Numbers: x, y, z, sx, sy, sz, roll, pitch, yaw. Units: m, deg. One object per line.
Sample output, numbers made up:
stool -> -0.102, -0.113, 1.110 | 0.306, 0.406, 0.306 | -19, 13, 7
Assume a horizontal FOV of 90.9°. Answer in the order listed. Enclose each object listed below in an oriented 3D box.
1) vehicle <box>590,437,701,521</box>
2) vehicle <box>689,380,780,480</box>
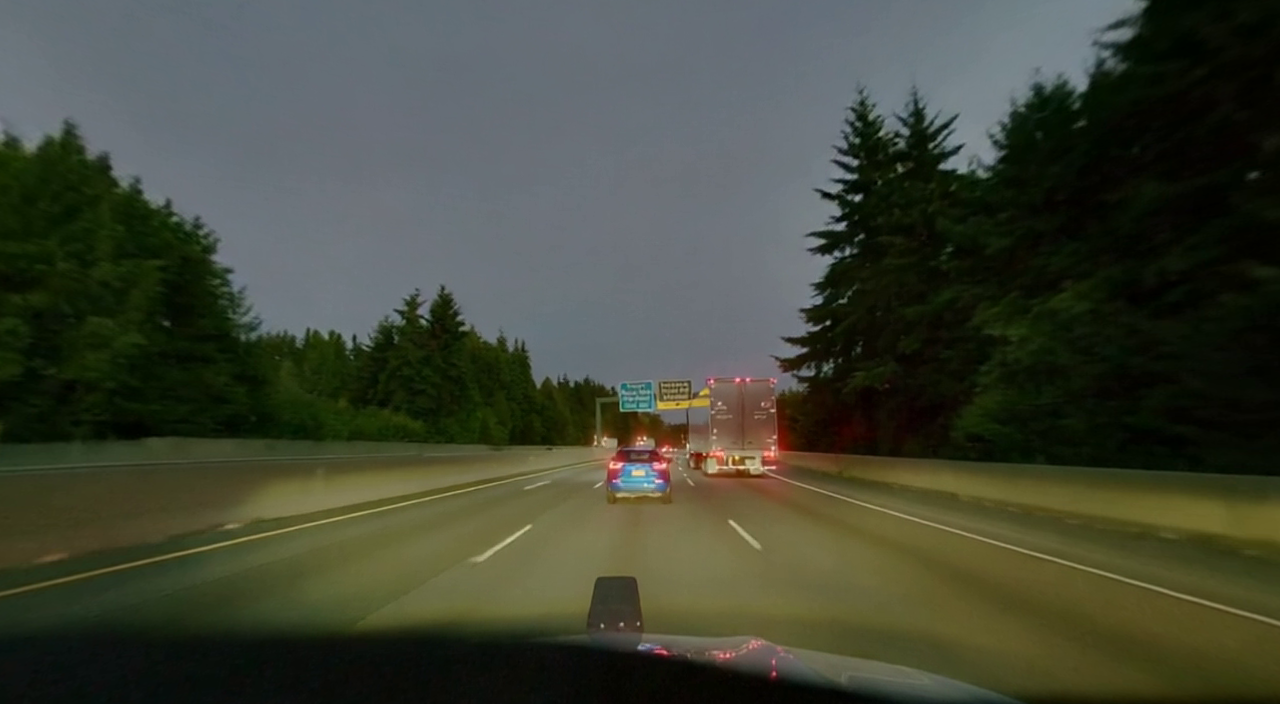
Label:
vehicle -> 0.135, 2.714, 14.005 | 2.039, 1.532, 4.610 | 0, -9, 1
vehicle -> 4.344, 4.250, 32.480 | 2.960, 4.018, 13.834 | 0, -9, 2
